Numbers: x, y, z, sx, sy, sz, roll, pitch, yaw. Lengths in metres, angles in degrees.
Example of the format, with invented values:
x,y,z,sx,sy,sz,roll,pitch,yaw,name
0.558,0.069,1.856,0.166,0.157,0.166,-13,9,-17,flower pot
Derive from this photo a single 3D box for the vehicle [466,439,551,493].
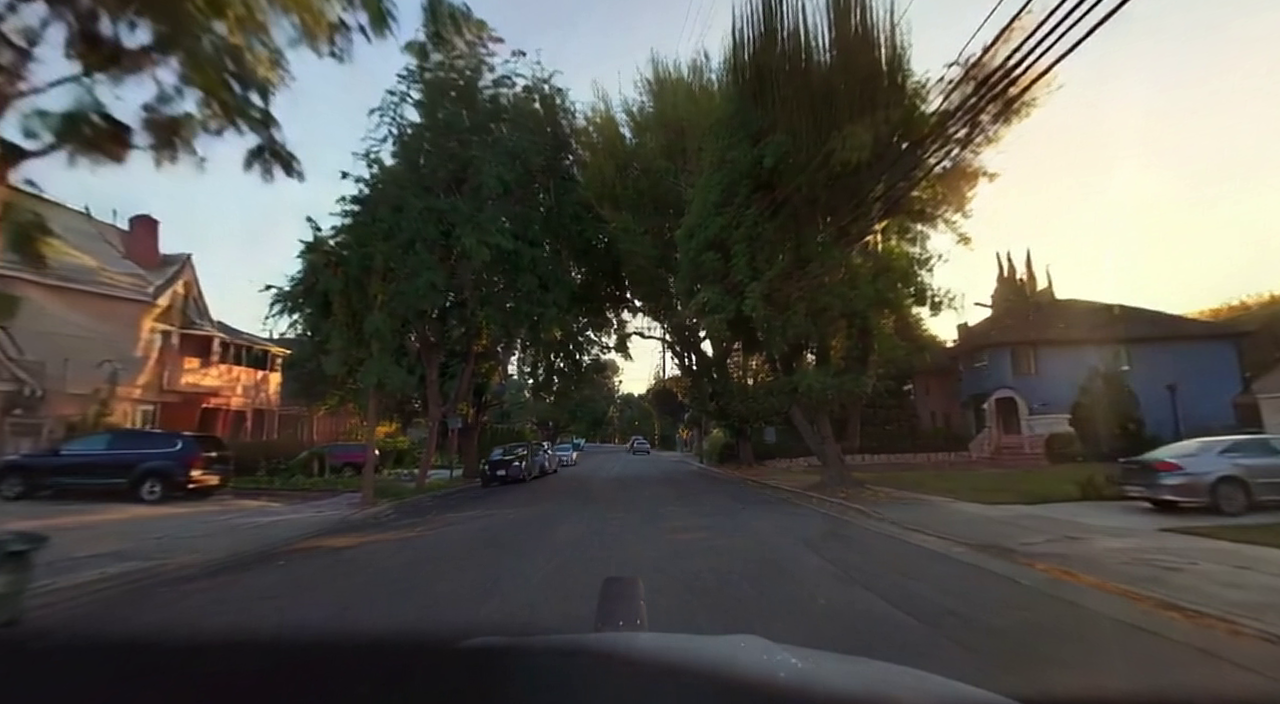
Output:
x,y,z,sx,sy,sz,roll,pitch,yaw,name
-4.703,4.104,23.266,2.207,1.669,4.363,-1,-7,0,vehicle

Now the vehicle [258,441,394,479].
x,y,z,sx,sy,sz,roll,pitch,yaw,name
-12.668,4.393,25.782,4.526,1.449,1.869,1,-9,-10,vehicle

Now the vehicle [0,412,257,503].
x,y,z,sx,sy,sz,roll,pitch,yaw,name
-12.551,2.534,15.371,4.962,1.866,2.075,3,-9,-3,vehicle

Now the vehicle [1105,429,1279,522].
x,y,z,sx,sy,sz,roll,pitch,yaw,name
11.824,2.180,11.689,4.700,1.441,2.167,-2,-8,-2,vehicle
